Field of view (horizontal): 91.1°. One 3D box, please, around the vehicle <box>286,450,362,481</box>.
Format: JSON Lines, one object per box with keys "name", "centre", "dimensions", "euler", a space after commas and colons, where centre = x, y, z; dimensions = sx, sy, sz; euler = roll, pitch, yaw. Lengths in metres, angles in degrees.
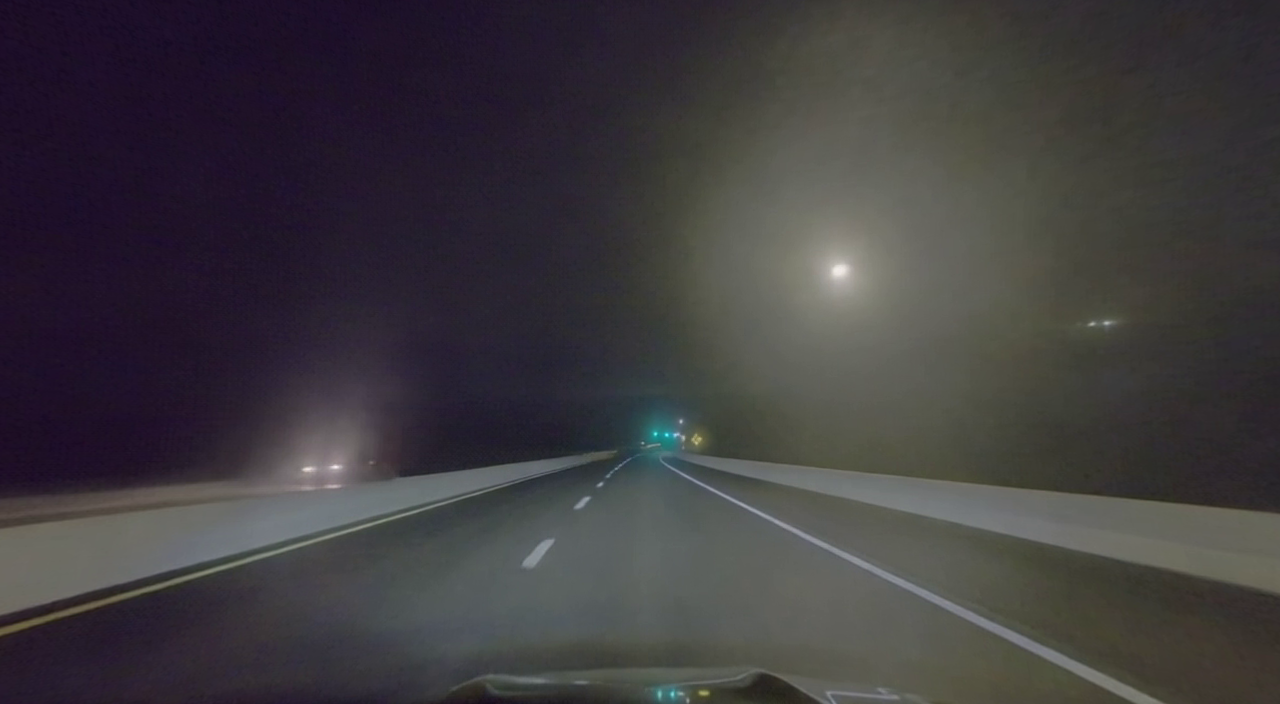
{"name": "vehicle", "centre": [-16.367, 5.875, 32.791], "dimensions": [1.798, 1.462, 4.067], "euler": [0, -9, 0]}
